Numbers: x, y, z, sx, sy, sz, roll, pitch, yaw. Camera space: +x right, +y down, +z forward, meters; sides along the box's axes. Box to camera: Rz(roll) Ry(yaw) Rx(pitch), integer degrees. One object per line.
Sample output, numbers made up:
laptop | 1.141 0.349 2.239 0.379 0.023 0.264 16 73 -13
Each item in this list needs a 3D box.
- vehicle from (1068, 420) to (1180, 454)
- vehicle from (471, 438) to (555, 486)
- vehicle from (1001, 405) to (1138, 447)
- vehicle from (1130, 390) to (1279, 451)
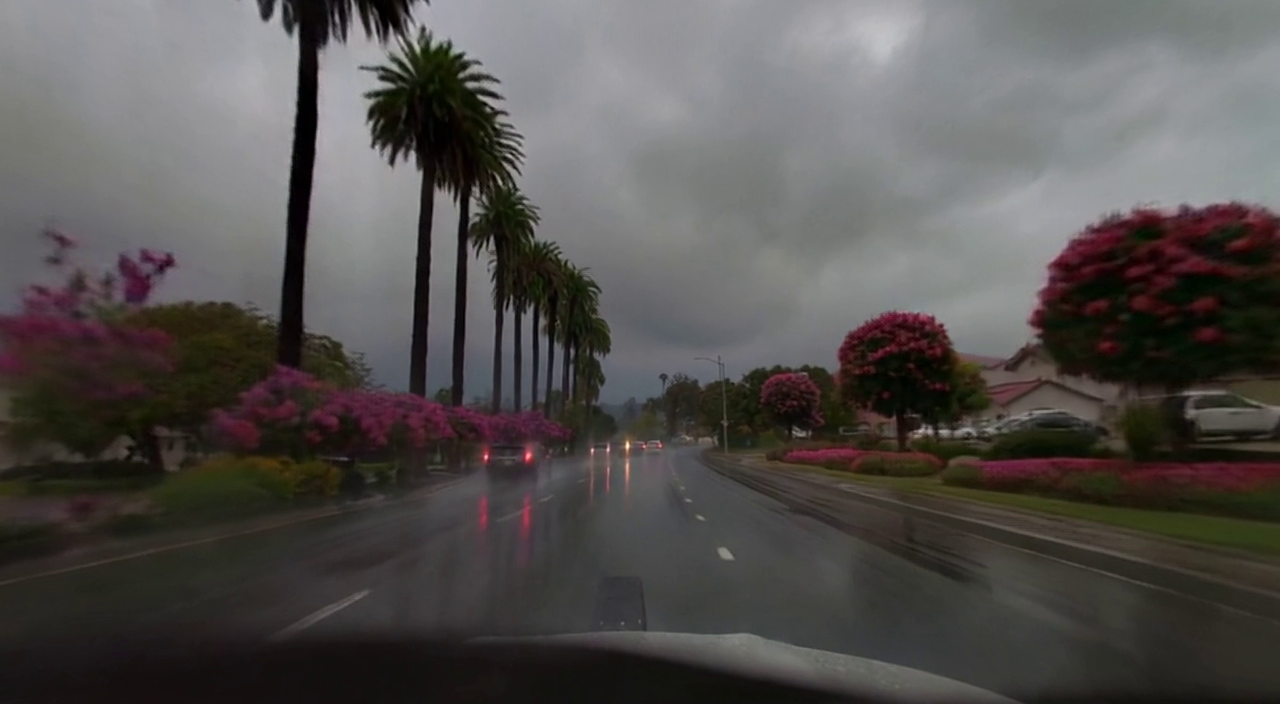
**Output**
vehicle | 21.472 3.796 27.935 3.648 1.427 1.686 1 -8 -6
vehicle | -4.326 3.815 22.133 2.036 1.478 4.508 0 -8 0
vehicle | 21.095 3.669 30.957 5.294 1.978 2.201 1 -8 -7
vehicle | 21.306 2.501 22.535 5.458 2.044 2.299 0 -8 -2
